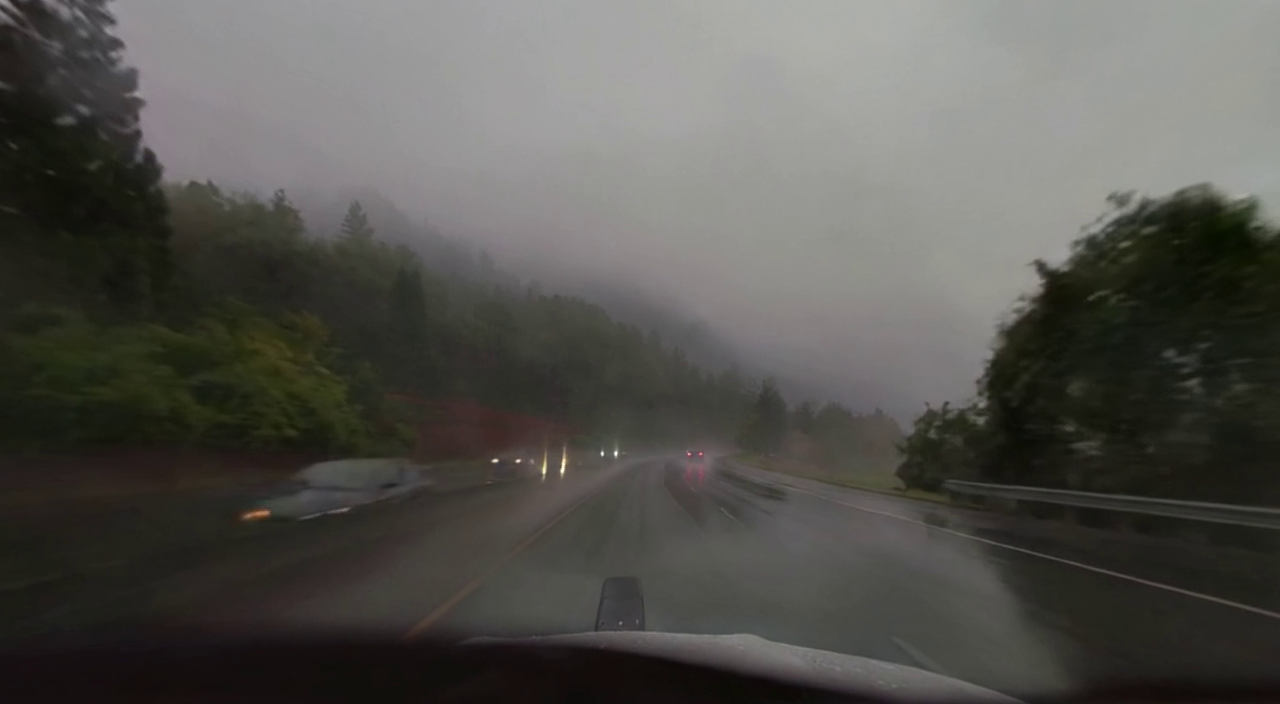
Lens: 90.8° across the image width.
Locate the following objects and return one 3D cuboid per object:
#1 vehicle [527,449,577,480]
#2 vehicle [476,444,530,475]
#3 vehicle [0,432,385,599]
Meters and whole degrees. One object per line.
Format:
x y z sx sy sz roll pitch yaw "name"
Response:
-4.633 5.991 33.953 1.918 1.473 4.462 0 -8 1 "vehicle"
-8.335 6.562 38.897 2.154 1.715 4.579 0 -8 2 "vehicle"
-5.391 1.856 8.256 2.058 1.501 4.749 0 -8 1 "vehicle"
